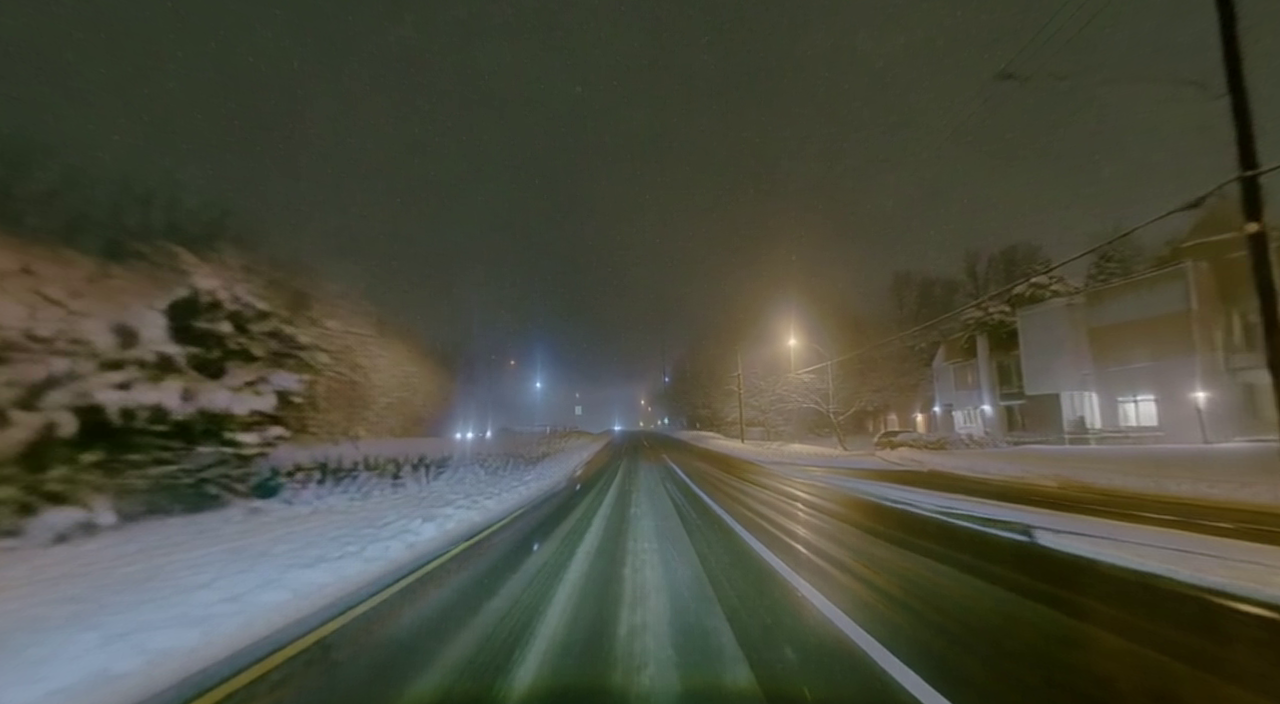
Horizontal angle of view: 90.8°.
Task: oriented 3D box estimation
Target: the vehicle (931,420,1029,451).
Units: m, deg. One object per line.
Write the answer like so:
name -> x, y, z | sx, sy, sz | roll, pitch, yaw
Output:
vehicle -> 24.498, 6.074, 45.745 | 5.603, 2.179, 2.440 | -1, -9, 5
